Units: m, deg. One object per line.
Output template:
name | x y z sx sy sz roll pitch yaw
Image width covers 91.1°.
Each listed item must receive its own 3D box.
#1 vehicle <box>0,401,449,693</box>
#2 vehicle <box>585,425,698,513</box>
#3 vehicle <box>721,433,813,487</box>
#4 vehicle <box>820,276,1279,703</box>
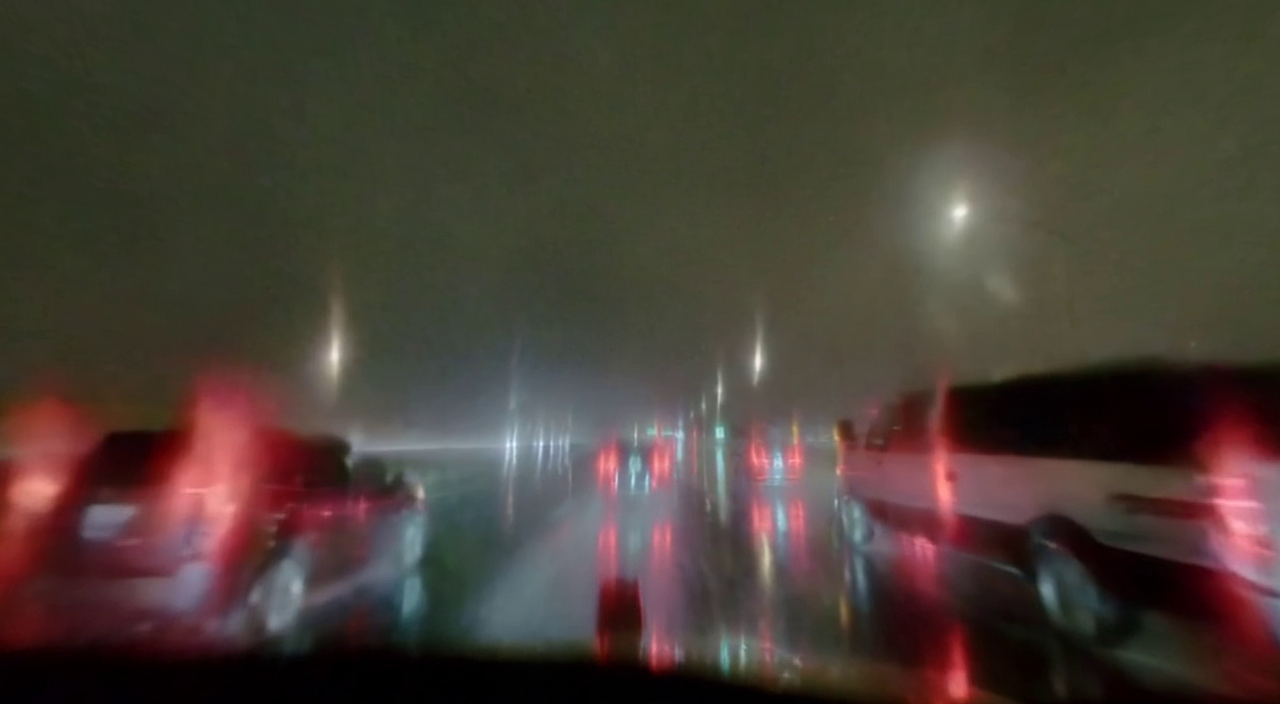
vehicle | -3.538 1.370 5.704 2.011 1.510 4.698 0 -9 1
vehicle | 0.028 2.495 13.835 2.099 1.640 4.134 0 -9 0
vehicle | 4.158 3.625 21.343 2.210 1.625 4.249 0 -9 -1
vehicle | 3.868 1.093 5.709 2.732 2.065 5.826 0 -9 0
